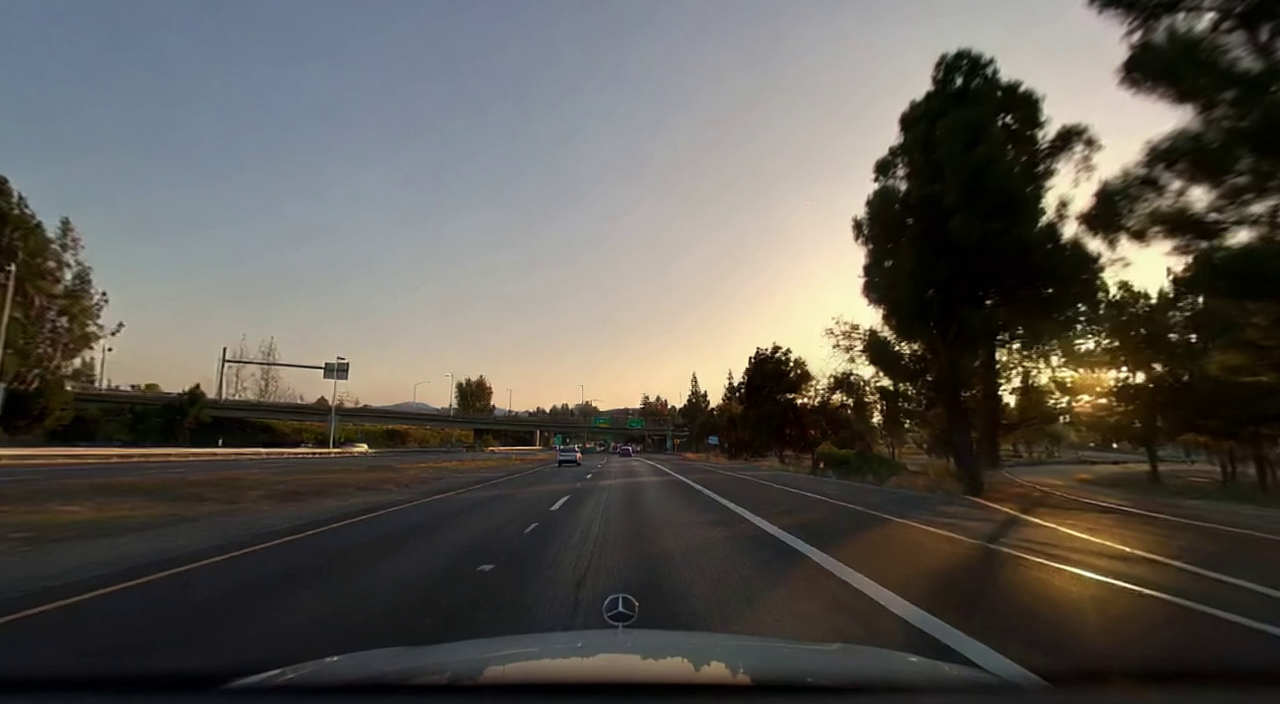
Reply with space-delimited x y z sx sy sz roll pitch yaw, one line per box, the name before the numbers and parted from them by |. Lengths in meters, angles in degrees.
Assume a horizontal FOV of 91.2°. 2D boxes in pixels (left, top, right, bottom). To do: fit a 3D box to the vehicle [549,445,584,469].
vehicle | -5.011 7.206 43.094 2.008 1.521 4.129 0 -9 -2
